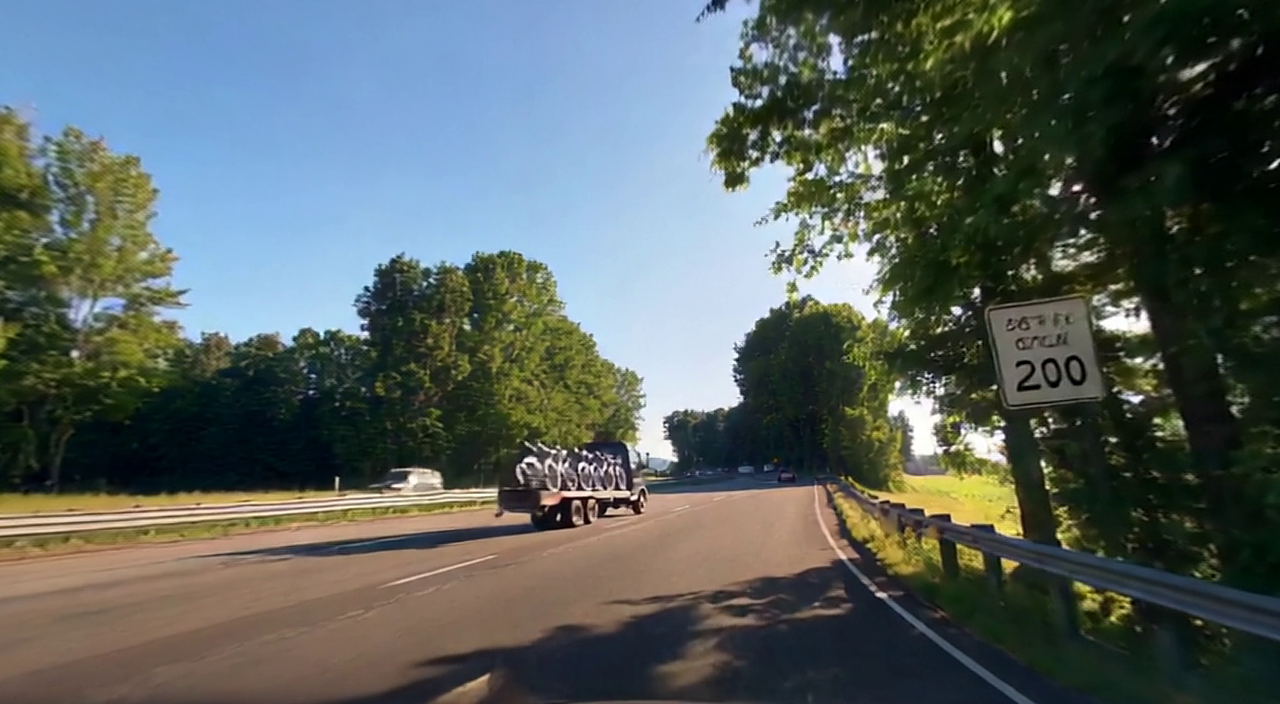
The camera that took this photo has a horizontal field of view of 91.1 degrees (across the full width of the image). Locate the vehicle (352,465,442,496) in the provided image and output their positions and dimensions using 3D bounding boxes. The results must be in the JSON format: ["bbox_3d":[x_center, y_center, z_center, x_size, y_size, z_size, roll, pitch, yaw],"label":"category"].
[{"bbox_3d":[-14.048,7.491,36.744,1.896,1.641,5.535,-3,-12,15],"label":"vehicle"}]

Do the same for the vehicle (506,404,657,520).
[{"bbox_3d":[-1.590,3.902,21.891,2.841,3.244,7.689,-2,-12,13],"label":"vehicle"}]
